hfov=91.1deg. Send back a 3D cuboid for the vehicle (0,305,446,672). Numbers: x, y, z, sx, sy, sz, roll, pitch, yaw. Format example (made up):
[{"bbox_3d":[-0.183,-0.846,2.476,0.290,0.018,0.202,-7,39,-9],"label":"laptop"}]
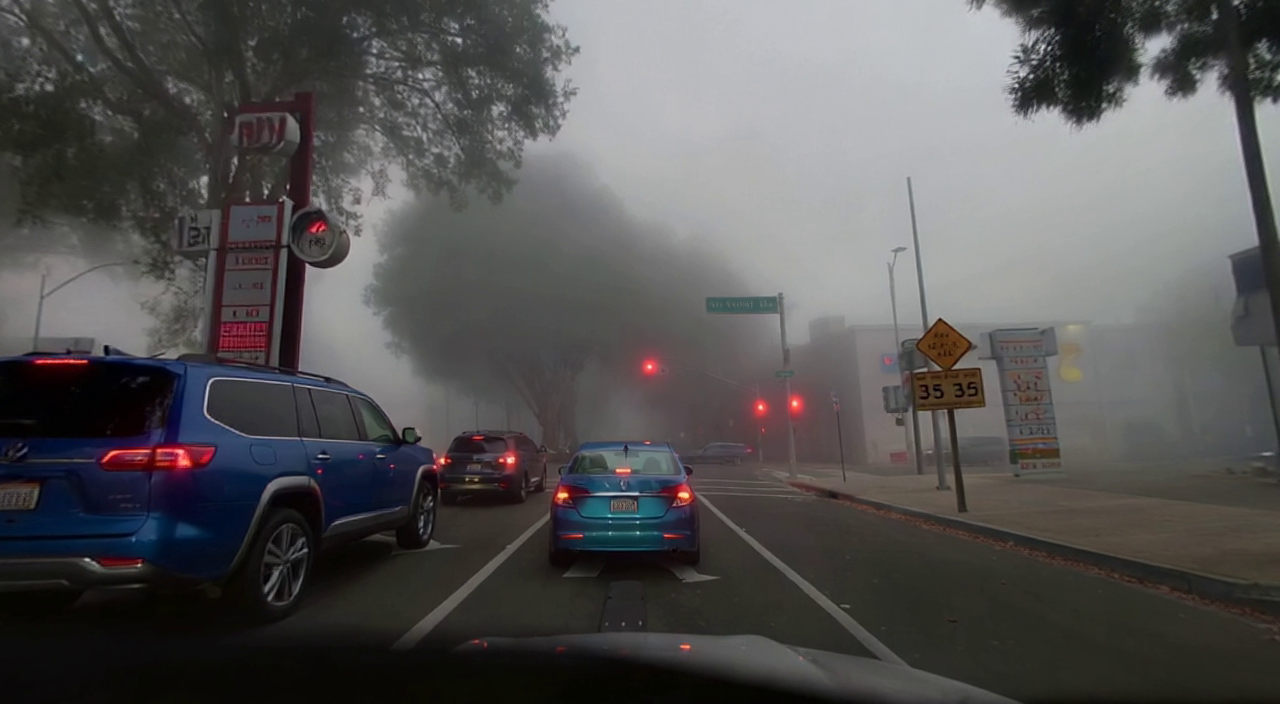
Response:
[{"bbox_3d":[-3.822,1.137,6.214,2.152,2.118,5.066,0,-8,0],"label":"vehicle"}]

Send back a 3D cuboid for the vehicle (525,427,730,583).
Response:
[{"bbox_3d":[-0.162,1.782,8.185,1.966,1.481,4.146,0,-8,-1],"label":"vehicle"}]

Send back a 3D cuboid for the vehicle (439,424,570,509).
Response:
[{"bbox_3d":[-2.929,2.594,14.605,2.047,1.664,4.148,0,-8,1],"label":"vehicle"}]

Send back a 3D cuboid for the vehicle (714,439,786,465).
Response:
[{"bbox_3d":[6.579,5.984,37.530,3.924,1.447,2.039,-3,-9,19],"label":"vehicle"}]

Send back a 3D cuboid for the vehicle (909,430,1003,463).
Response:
[{"bbox_3d":[17.625,5.302,35.193,4.116,1.719,2.069,-1,-9,6],"label":"vehicle"}]
